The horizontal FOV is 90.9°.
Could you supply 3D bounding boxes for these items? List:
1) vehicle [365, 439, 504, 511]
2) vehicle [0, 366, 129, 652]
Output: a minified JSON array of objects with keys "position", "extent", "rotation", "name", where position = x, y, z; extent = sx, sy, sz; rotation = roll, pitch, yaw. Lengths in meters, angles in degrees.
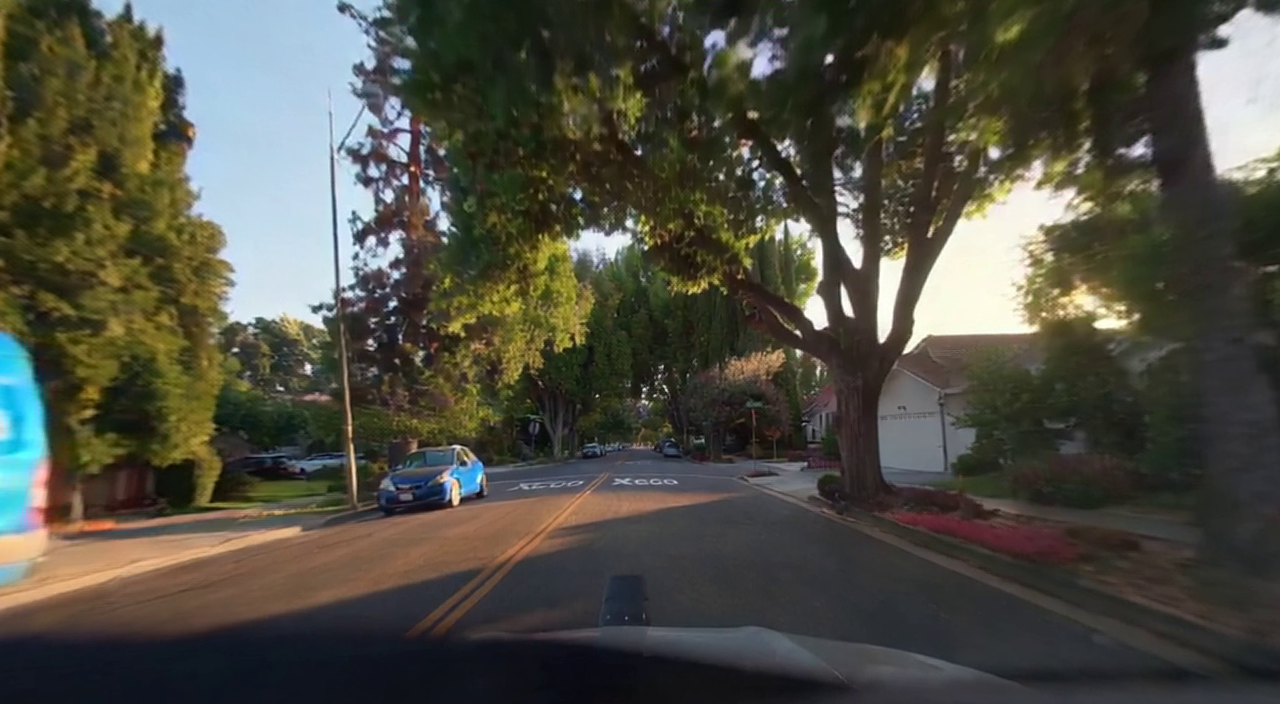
[{"position":[-5.016,3.043,16.195],"extent":[2.038,1.571,4.524],"rotation":[0,-8,0],"name":"vehicle"},{"position":[-5.717,0.872,2.806],"extent":[2.315,2.008,5.343],"rotation":[0,-8,1],"name":"vehicle"}]
